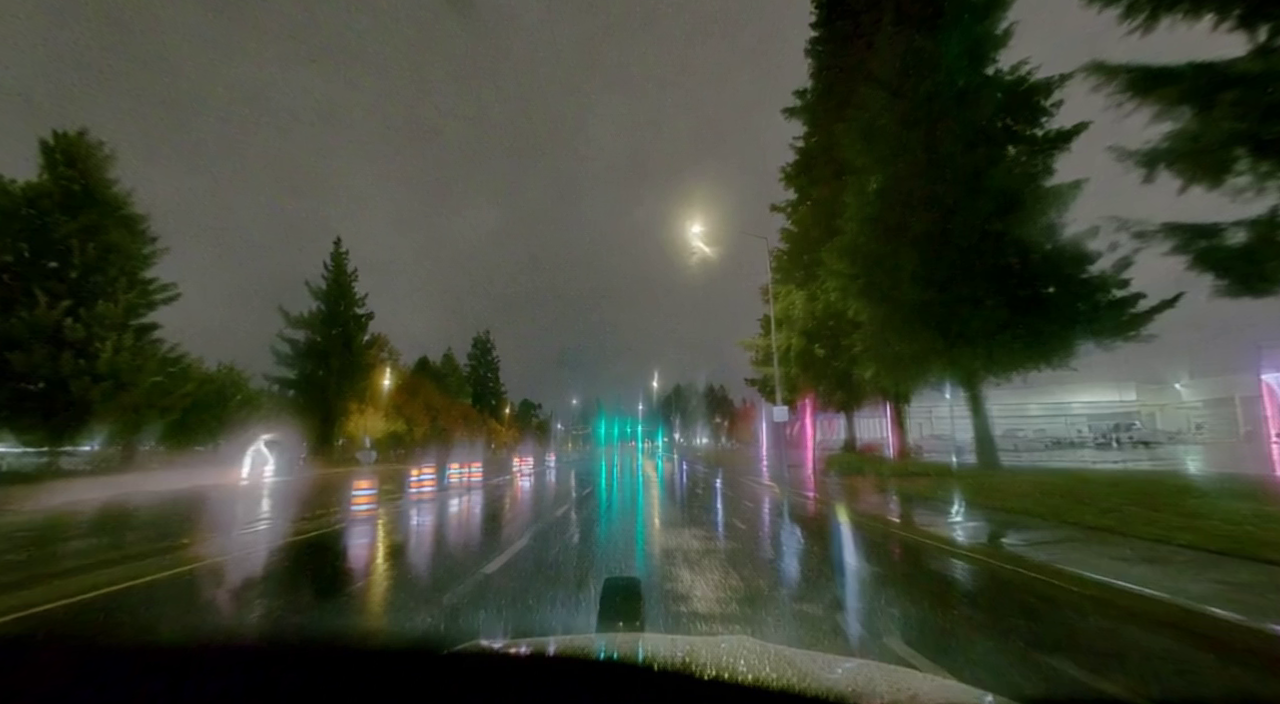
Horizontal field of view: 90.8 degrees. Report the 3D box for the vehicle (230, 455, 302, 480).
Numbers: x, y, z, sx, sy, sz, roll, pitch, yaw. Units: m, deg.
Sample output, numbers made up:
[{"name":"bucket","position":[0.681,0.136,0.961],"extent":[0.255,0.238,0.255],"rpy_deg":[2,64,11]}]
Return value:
[{"name":"vehicle","position":[-24.458,7.546,41.506],"extent":[1.850,1.490,4.725],"rpy_deg":[0,-8,0]}]
